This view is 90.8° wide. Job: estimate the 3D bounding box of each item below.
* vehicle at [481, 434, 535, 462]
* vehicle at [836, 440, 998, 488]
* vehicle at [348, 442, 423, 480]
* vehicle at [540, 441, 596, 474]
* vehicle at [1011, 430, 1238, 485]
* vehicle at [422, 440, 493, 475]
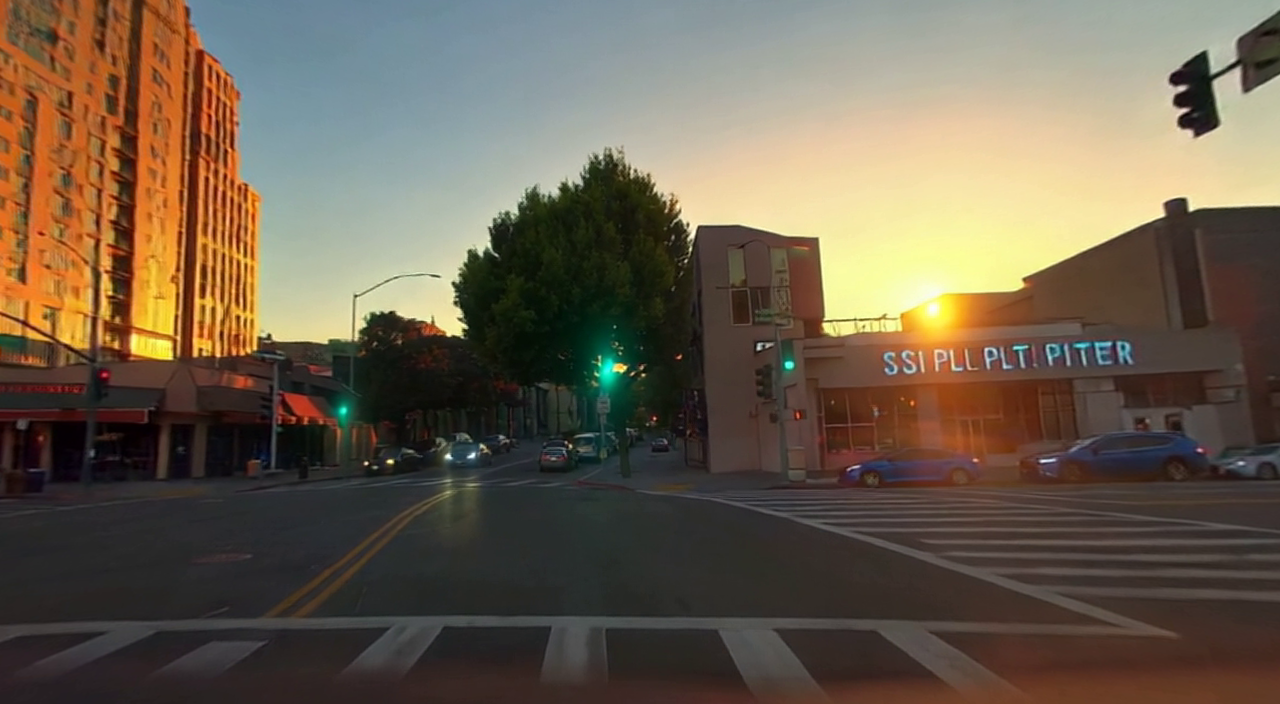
[{"bbox_3d":[-8.540,6.287,41.302,2.181,1.723,4.692,-1,-9,5],"label":"vehicle"},{"bbox_3d":[8.979,3.664,20.780,4.426,1.446,1.795,-1,-9,3],"label":"vehicle"},{"bbox_3d":[-13.258,5.670,33.209,1.933,1.461,4.393,-5,-6,3],"label":"vehicle"},{"bbox_3d":[-3.417,5.140,30.920,1.892,1.481,4.365,-1,-9,5],"label":"vehicle"},{"bbox_3d":[15.327,3.369,20.298,5.420,1.609,2.063,-1,-9,4],"label":"vehicle"},{"bbox_3d":[-8.663,5.060,30.472,2.119,1.485,4.472,0,-9,0],"label":"vehicle"}]
